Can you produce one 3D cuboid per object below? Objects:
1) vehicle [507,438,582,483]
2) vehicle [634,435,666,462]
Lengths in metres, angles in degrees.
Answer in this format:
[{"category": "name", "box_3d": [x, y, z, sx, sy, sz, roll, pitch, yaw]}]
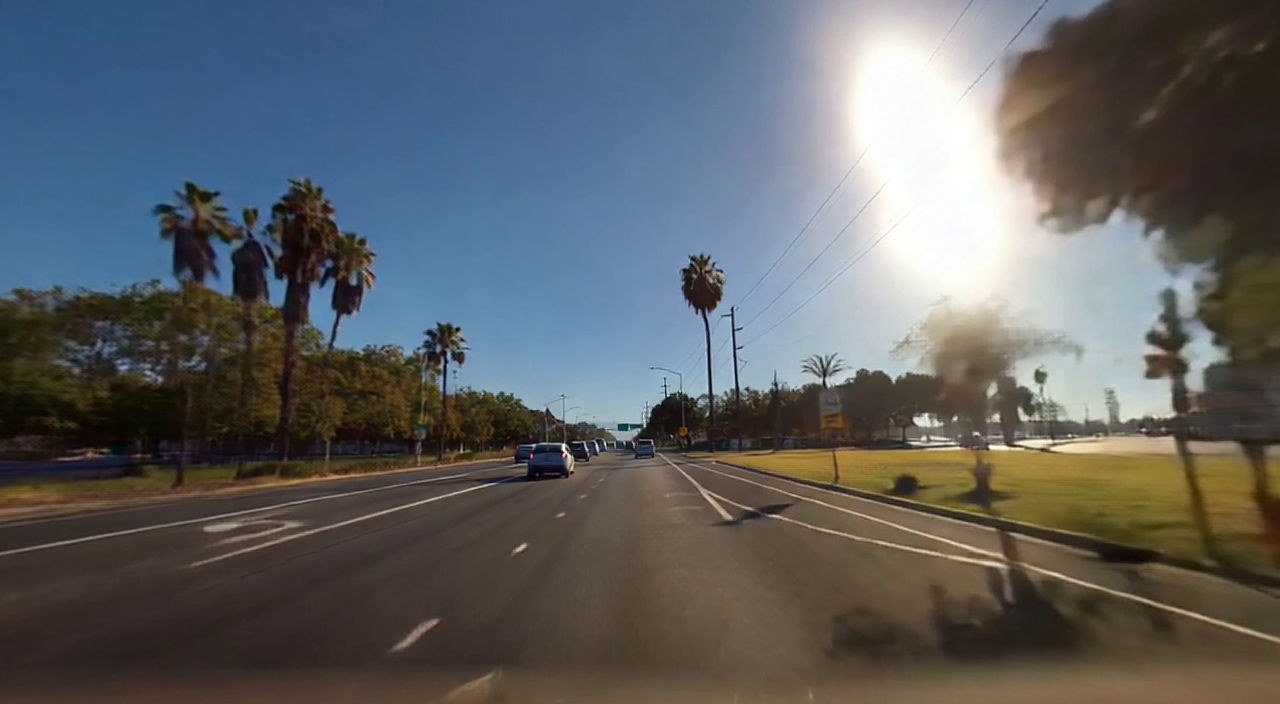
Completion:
[{"category": "vehicle", "box_3d": [-3.354, 3.906, 23.004, 1.982, 1.451, 4.152, 0, -8, 1]}, {"category": "vehicle", "box_3d": [0.698, 6.900, 45.145, 2.155, 1.781, 3.977, 0, -8, 0]}]
